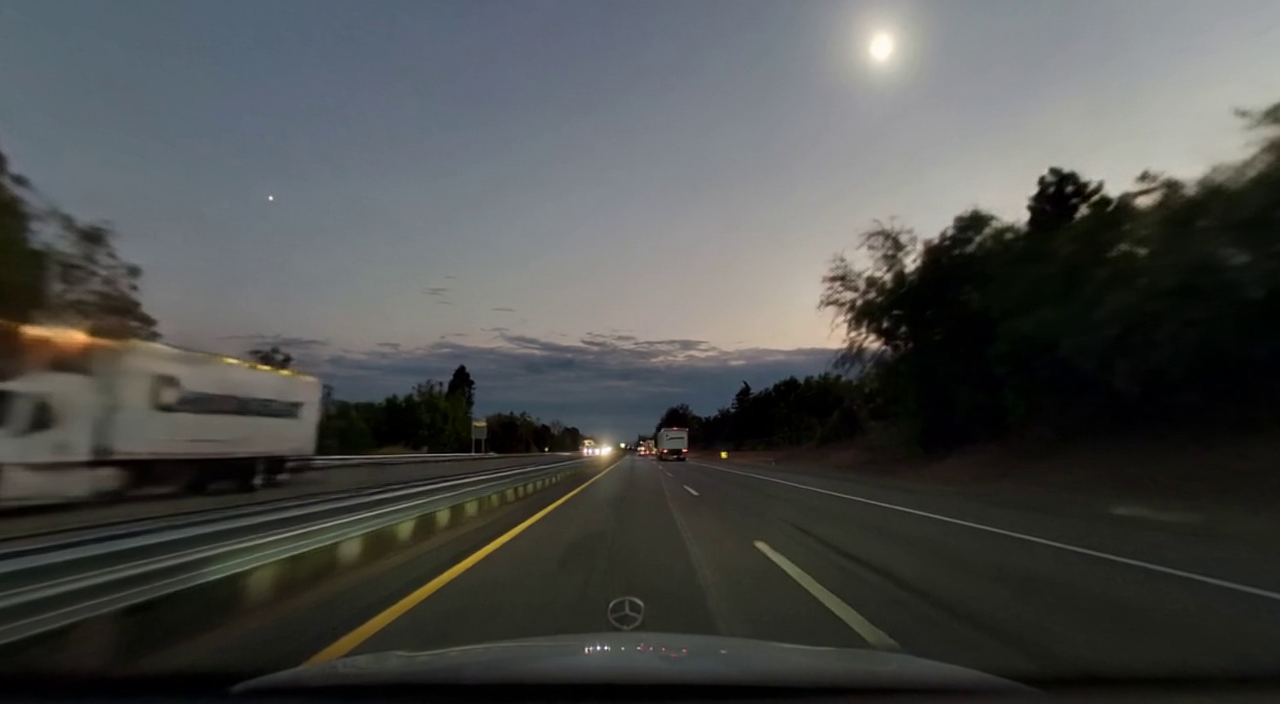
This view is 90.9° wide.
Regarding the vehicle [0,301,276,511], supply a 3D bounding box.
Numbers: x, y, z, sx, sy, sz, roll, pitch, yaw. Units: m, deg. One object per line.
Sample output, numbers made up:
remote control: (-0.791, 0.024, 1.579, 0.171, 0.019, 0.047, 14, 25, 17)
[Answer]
vehicle: (-13.464, 1.595, 15.481, 3.001, 3.888, 9.974, 0, -9, 0)
